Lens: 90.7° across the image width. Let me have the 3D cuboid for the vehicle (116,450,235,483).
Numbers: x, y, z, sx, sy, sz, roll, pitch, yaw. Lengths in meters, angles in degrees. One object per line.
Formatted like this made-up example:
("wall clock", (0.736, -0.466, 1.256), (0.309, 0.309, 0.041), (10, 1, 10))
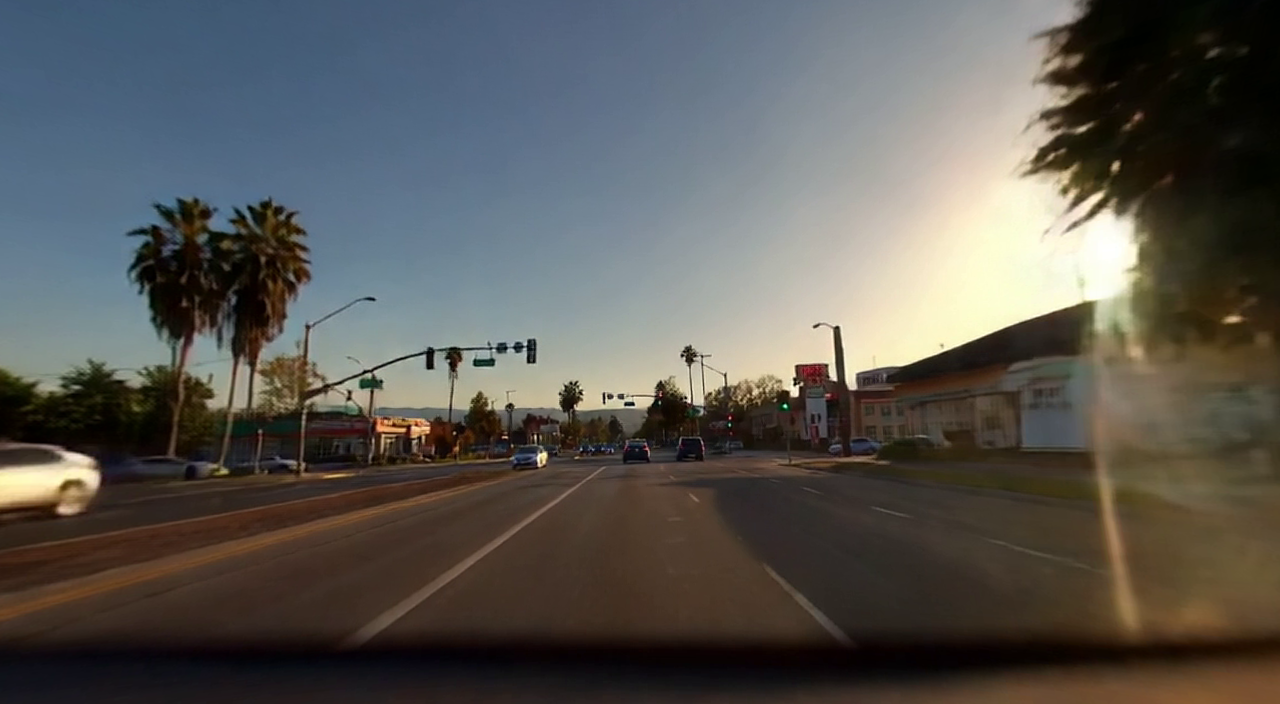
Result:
("vehicle", (-22.099, 5.414, 30.174), (4.469, 1.459, 1.972), (-2, -8, 10))

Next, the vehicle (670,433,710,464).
("vehicle", (3.230, 6.367, 41.988), (2.190, 1.913, 5.174), (0, -8, -1))

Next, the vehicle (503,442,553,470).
("vehicle", (-6.252, 5.826, 35.823), (1.979, 1.480, 4.553), (0, -8, 1))

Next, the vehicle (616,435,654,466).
("vehicle", (-0.310, 5.960, 38.401), (2.177, 1.754, 3.815), (0, -8, 0))

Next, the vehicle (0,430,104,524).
("vehicle", (-13.297, 2.396, 12.079), (2.111, 1.791, 4.542), (0, -8, -1))
